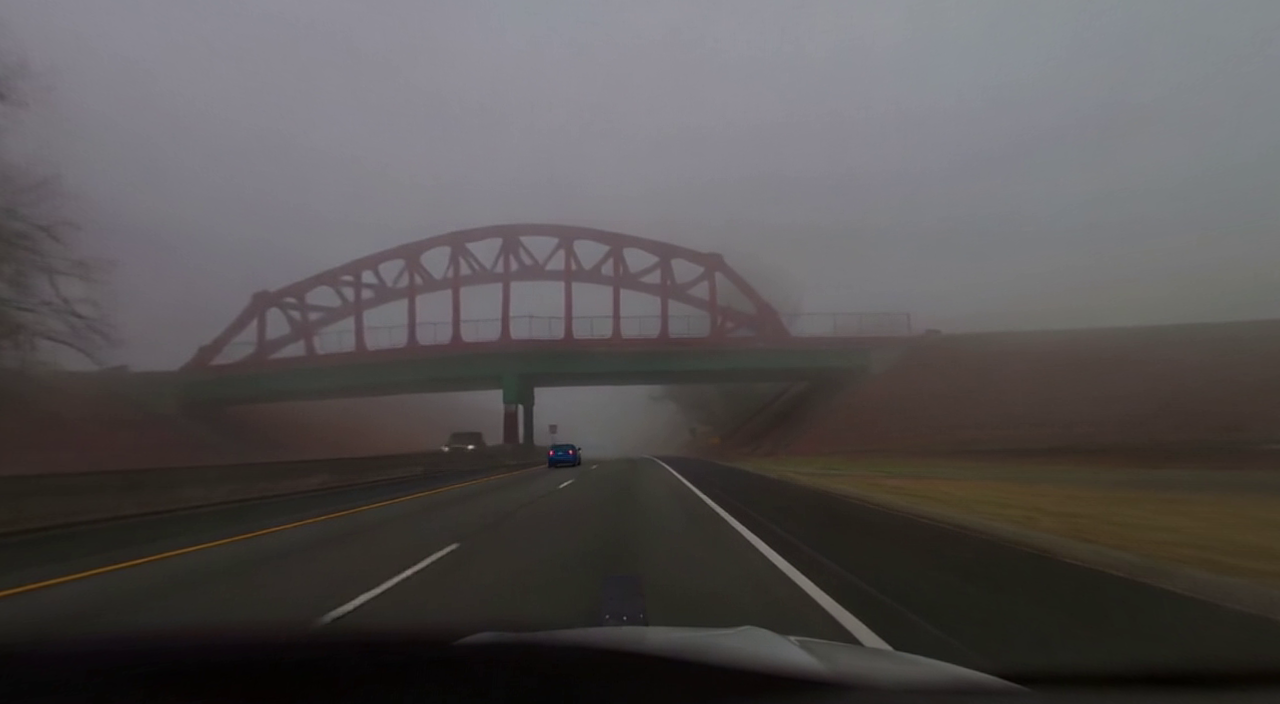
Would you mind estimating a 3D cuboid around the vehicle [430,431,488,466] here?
[{"bbox_3d":[-12.624,6.760,44.160,2.373,2.306,5.492,0,-8,1],"label":"vehicle"}]

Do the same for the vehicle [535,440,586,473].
[{"bbox_3d":[-4.025,5.385,32.607,2.052,1.556,4.405,0,-8,0],"label":"vehicle"}]
